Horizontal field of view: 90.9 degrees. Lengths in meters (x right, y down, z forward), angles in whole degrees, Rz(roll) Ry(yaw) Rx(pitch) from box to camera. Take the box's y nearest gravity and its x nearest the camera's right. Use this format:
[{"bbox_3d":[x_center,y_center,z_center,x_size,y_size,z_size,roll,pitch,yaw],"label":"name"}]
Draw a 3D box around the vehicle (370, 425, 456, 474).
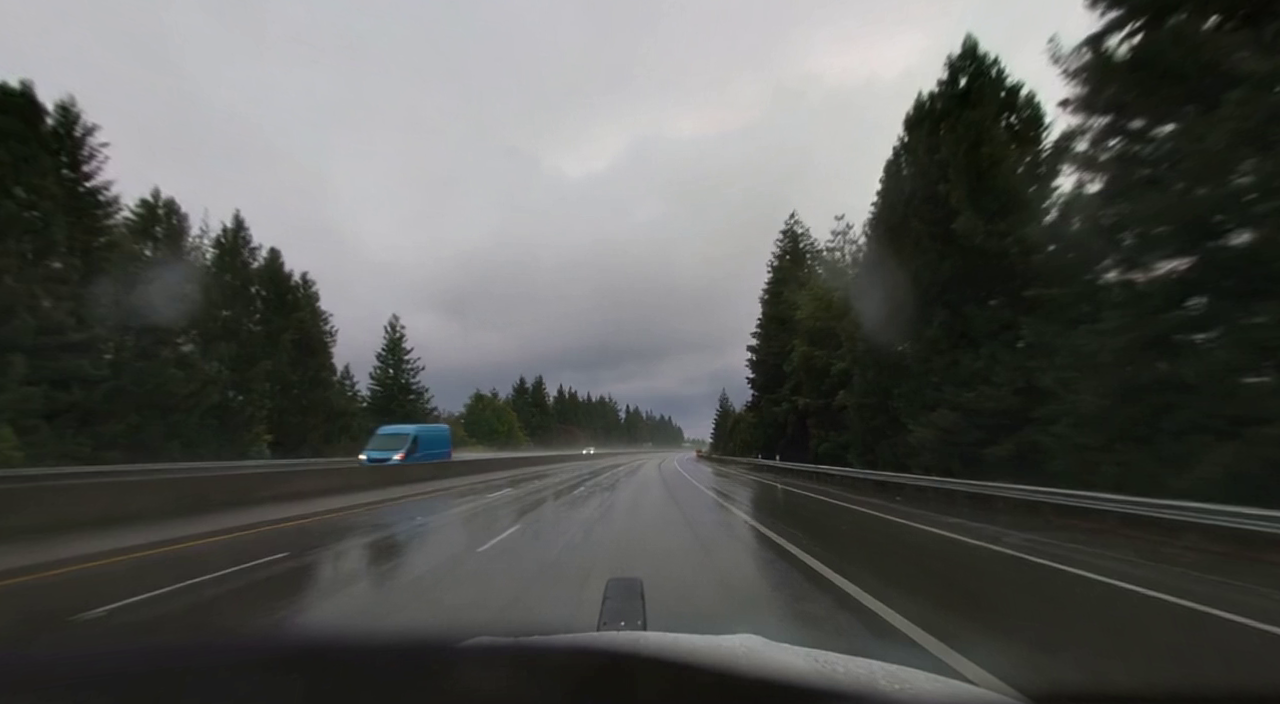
[{"bbox_3d":[-12.149,5.295,34.283,2.429,2.449,5.734,0,-9,1],"label":"vehicle"}]
